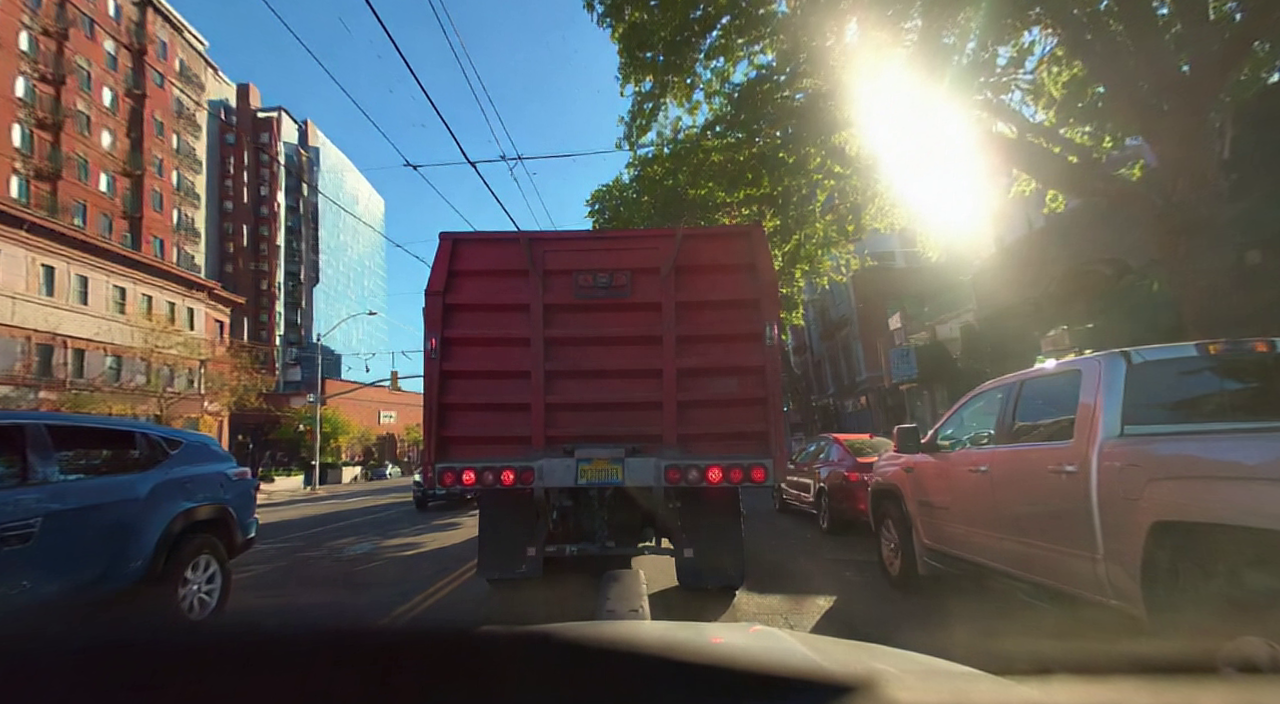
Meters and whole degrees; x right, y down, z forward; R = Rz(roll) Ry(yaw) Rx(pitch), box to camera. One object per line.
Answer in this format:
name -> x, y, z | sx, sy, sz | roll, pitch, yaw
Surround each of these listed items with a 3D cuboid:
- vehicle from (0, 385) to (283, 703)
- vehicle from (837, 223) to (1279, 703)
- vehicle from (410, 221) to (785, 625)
vehicle -> -4.116, 1.014, 3.165 | 1.988, 1.657, 4.492 | 0, -8, 0
vehicle -> 3.233, 0.846, 3.882 | 2.242, 1.979, 5.722 | 0, -8, 1
vehicle -> -0.232, 1.104, 9.147 | 2.878, 3.204, 8.244 | 0, -8, 1
